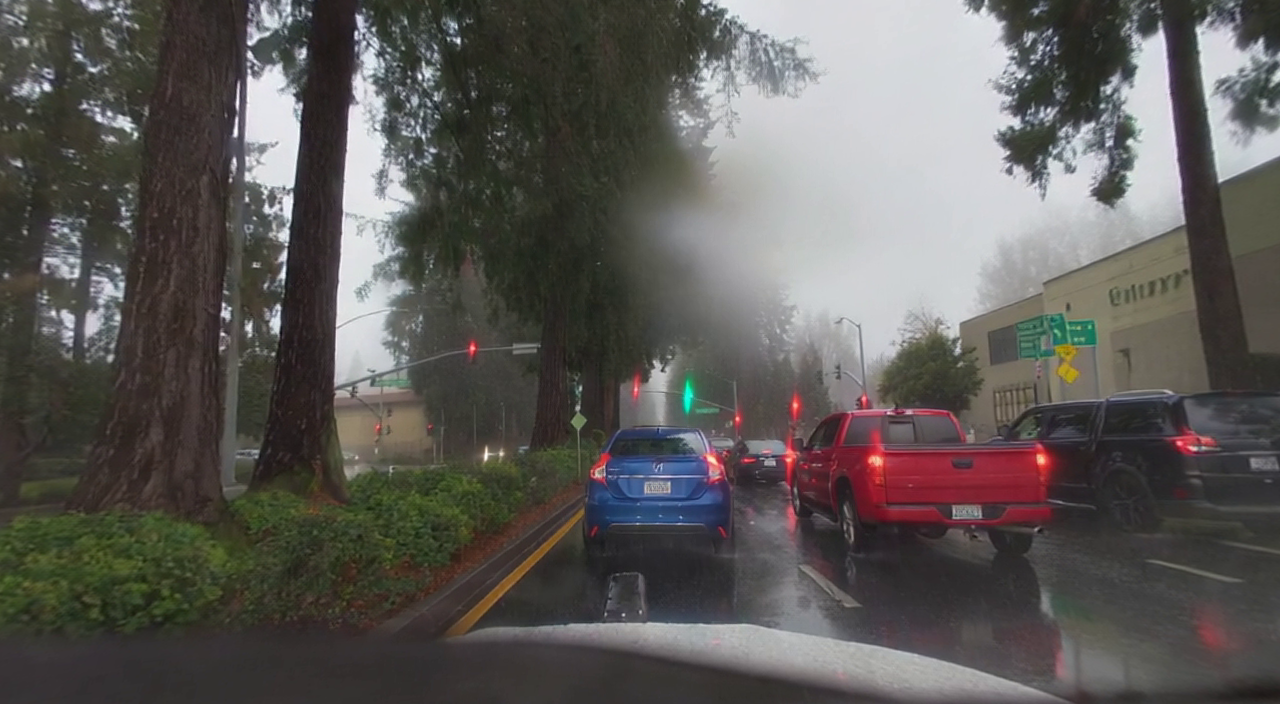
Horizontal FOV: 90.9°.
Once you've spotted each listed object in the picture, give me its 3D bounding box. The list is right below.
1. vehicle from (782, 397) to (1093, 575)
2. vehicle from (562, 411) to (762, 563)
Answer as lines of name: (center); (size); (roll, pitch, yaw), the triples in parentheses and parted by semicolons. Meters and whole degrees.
vehicle: (3.394, 1.631, 8.384); (2.099, 1.725, 4.290); (0, -8, 1)
vehicle: (0.246, 1.775, 8.962); (2.168, 1.641, 4.039); (0, -8, 0)
